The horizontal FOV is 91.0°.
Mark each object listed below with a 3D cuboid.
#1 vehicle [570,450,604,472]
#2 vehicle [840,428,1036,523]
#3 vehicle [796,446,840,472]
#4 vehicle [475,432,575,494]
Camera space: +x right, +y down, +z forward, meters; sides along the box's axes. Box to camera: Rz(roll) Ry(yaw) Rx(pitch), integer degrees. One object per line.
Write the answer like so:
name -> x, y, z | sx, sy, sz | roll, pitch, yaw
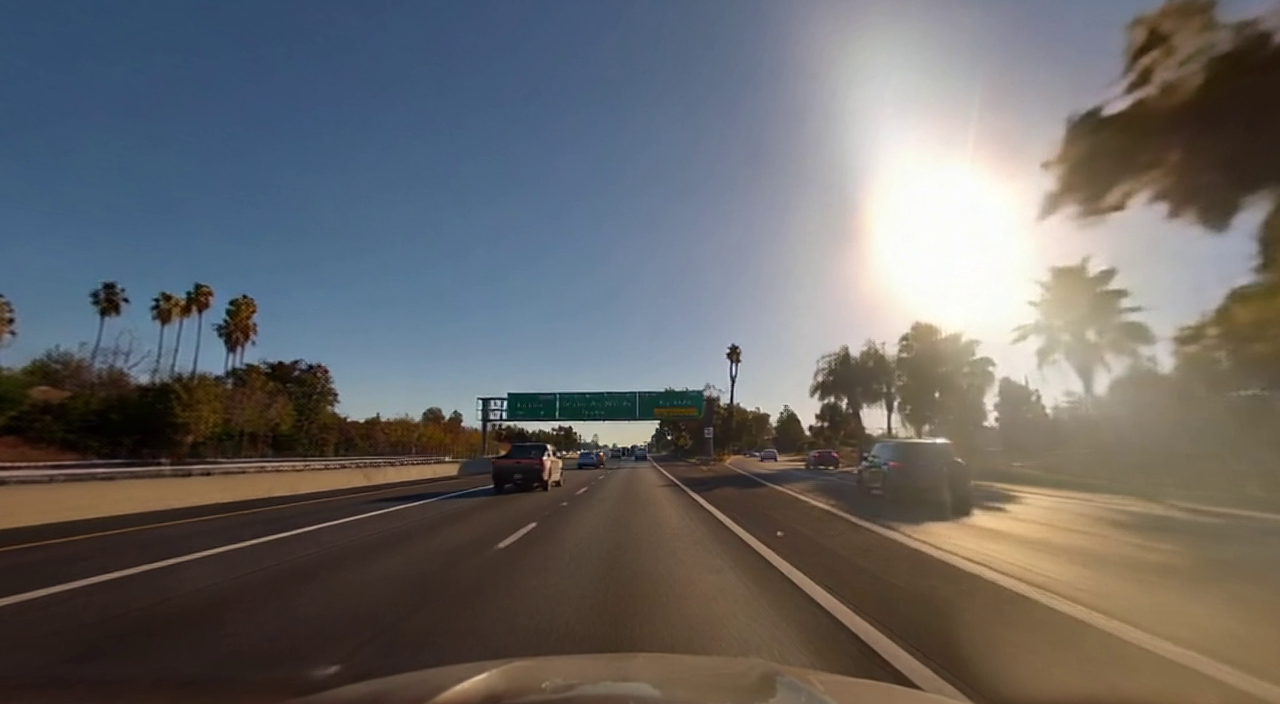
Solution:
vehicle -> -3.798, 7.916, 45.884 | 2.052, 1.545, 4.470 | 0, -9, 1
vehicle -> 6.561, 2.785, 14.778 | 2.303, 1.791, 5.247 | -1, -9, 4
vehicle -> 12.999, 7.831, 46.259 | 1.991, 1.755, 4.836 | -1, -9, 3
vehicle -> -3.916, 3.936, 22.703 | 2.420, 1.937, 5.916 | 0, -9, 1
